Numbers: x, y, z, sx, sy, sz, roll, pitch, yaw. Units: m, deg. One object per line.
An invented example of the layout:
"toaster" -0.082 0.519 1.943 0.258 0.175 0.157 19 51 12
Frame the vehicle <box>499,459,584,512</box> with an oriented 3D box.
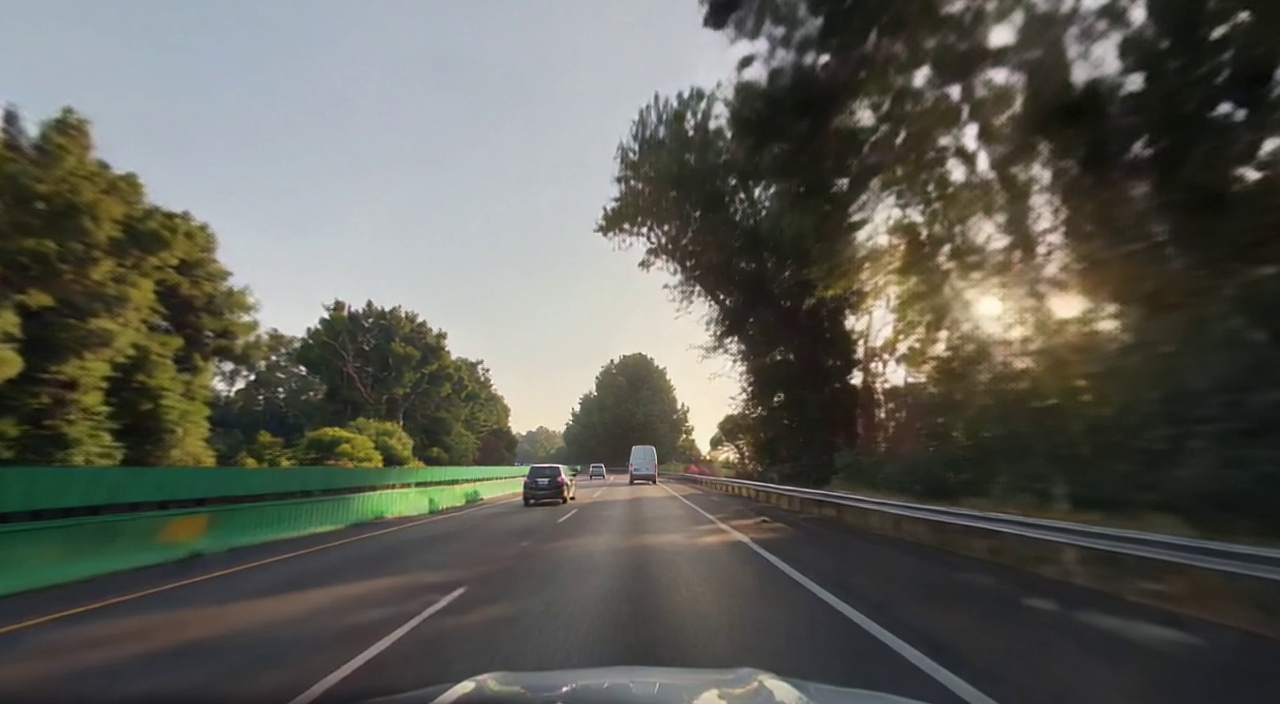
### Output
"vehicle" -3.074 4.332 20.672 2.038 1.490 4.391 1 -11 0
